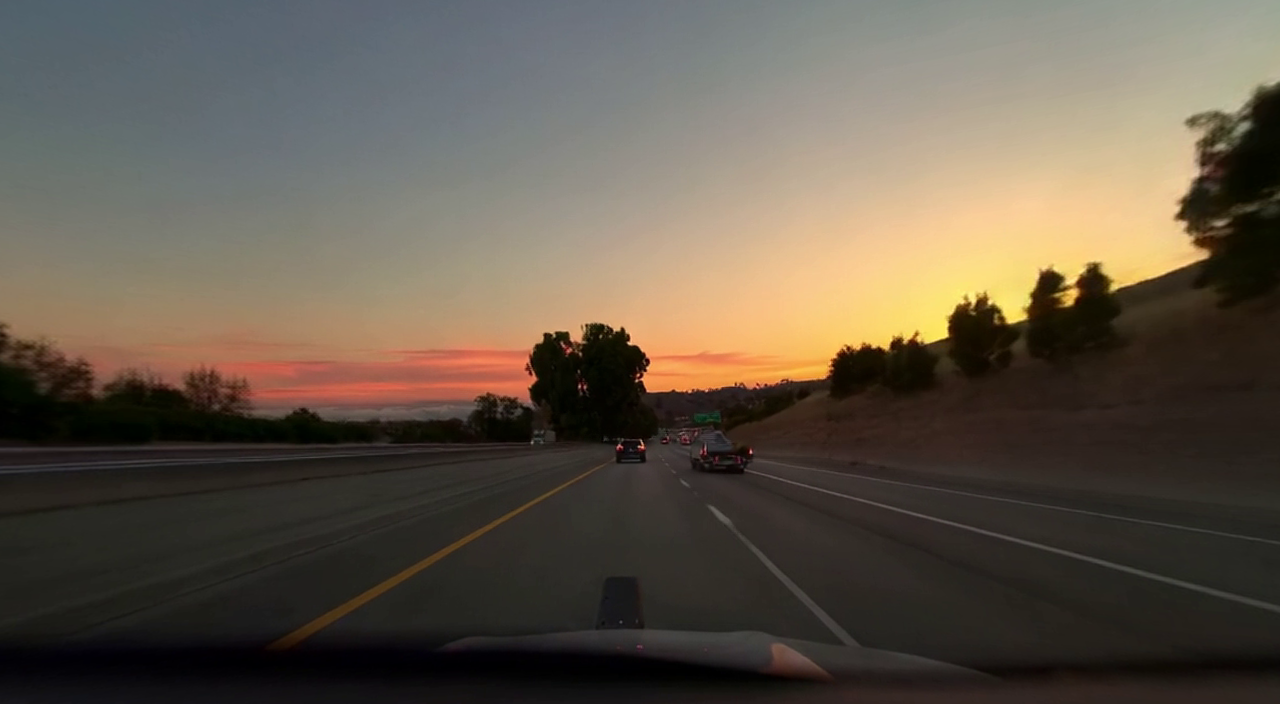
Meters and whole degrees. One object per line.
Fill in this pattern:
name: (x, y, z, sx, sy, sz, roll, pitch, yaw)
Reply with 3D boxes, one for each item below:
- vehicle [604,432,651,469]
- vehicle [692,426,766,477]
vehicle: (-0.528, 4.858, 31.043, 2.142, 1.664, 4.076, 0, -9, 1)
vehicle: (3.475, 4.042, 25.597, 2.269, 1.839, 4.554, 1, -9, -1)
